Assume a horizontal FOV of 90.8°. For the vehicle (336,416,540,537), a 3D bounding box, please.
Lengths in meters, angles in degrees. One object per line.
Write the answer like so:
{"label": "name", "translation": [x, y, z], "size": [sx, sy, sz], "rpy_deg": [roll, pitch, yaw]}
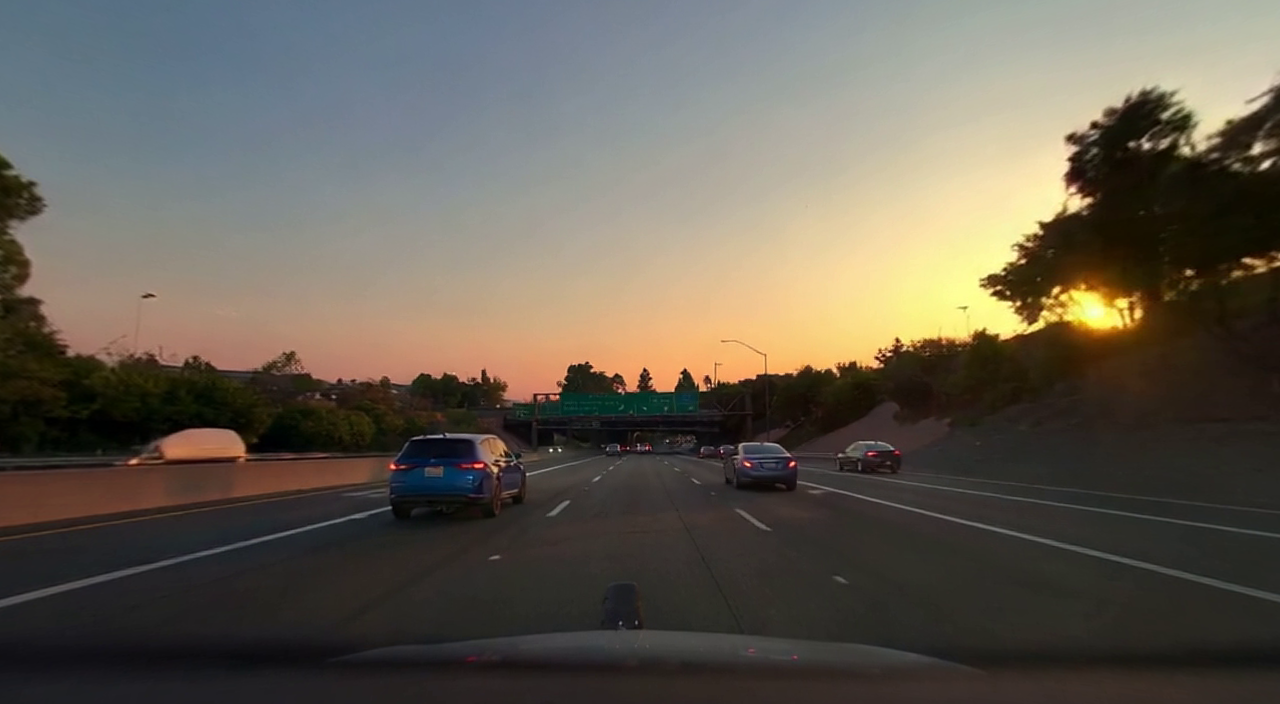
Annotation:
{"label": "vehicle", "translation": [-3.301, 2.158, 11.511], "size": [2.193, 1.746, 4.512], "rpy_deg": [0, -9, 0]}

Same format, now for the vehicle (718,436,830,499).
{"label": "vehicle", "translation": [3.667, 3.279, 18.342], "size": [2.107, 1.550, 4.949], "rpy_deg": [0, -9, -1]}

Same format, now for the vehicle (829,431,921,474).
{"label": "vehicle", "translation": [11.183, 4.868, 30.609], "size": [2.223, 1.865, 5.704], "rpy_deg": [0, -9, -1]}
